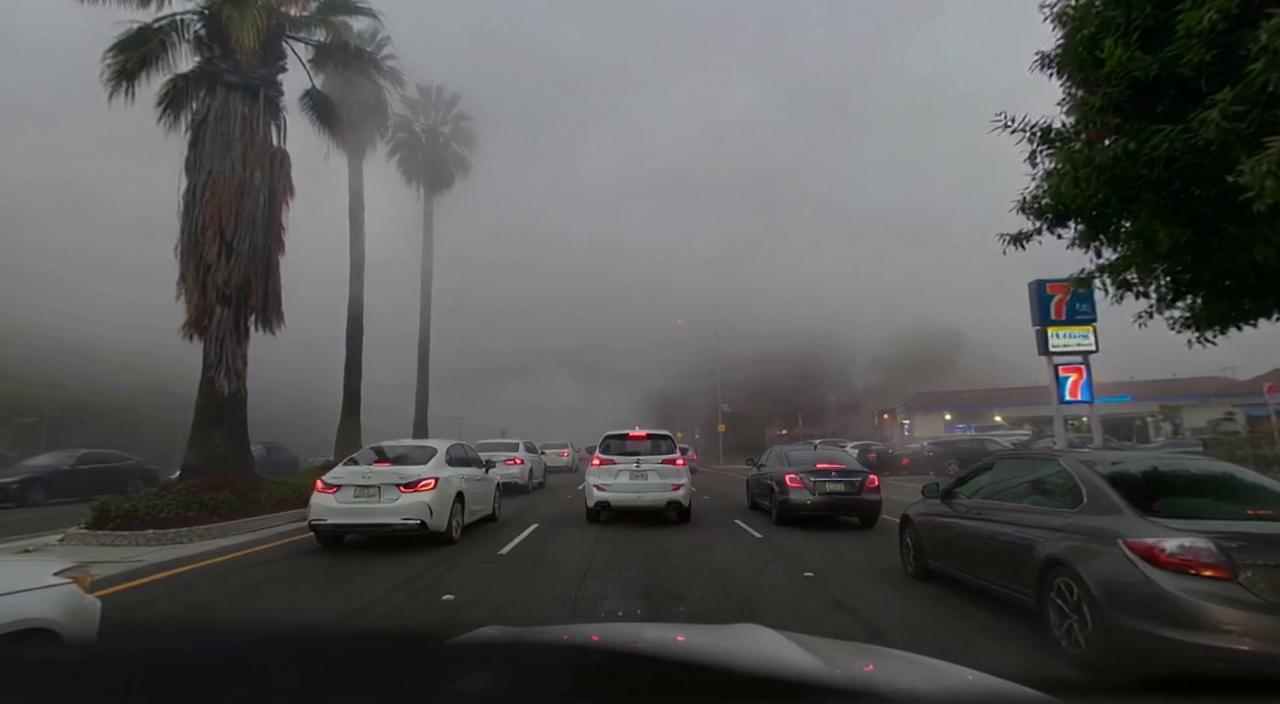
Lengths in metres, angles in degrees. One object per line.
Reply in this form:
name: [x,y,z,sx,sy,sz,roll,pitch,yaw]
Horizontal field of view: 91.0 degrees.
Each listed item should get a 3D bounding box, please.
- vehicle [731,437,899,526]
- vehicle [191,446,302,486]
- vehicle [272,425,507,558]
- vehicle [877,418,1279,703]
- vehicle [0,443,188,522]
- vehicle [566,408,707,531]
vehicle: [3.281,2.514,12.932,1.977,1.480,4.589,0,-8,-2]
vehicle: [-16.301,4.712,26.404,1.813,1.480,4.486,0,-8,-1]
vehicle: [-3.329,1.914,9.382,1.864,1.505,4.202,0,-8,-2]
vehicle: [3.583,1.314,4.709,1.867,1.448,4.436,0,-8,0]
vehicle: [-12.871,2.846,14.336,1.892,1.495,4.372,0,-8,0]
vehicle: [-0.105,2.122,11.895,2.164,1.867,4.254,0,-8,-1]
